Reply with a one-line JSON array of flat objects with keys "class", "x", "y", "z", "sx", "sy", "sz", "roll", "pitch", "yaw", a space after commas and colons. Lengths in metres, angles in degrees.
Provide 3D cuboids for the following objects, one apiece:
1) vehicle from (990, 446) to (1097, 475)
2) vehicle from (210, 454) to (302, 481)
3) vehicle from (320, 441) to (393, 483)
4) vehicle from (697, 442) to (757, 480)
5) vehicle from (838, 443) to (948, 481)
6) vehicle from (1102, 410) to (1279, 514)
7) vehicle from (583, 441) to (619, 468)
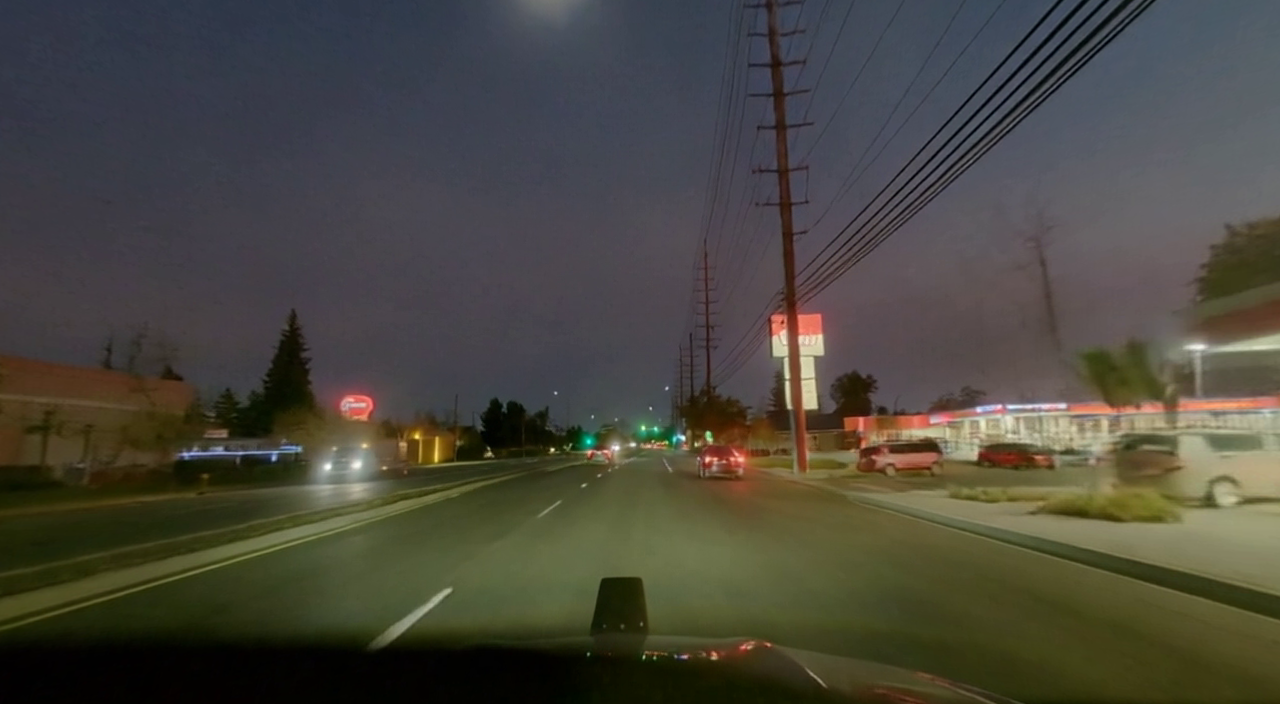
[{"class": "vehicle", "x": 21.459, "y": 5.725, "z": 33.546, "sx": 4.779, "sy": 1.429, "sz": 1.844, "roll": 1, "pitch": -9, "yaw": -12}, {"class": "vehicle", "x": -24.501, "y": 7.338, "z": 40.273, "sx": 4.739, "sy": 1.607, "sz": 2.045, "roll": -2, "pitch": -9, "yaw": 11}, {"class": "vehicle", "x": -14.459, "y": 5.584, "z": 31.933, "sx": 2.358, "sy": 1.904, "sz": 5.603, "roll": 5, "pitch": -11, "yaw": -33}, {"class": "vehicle", "x": 3.666, "y": 4.665, "z": 27.304, "sx": 1.978, "sy": 1.455, "sz": 4.195, "roll": 1, "pitch": -9, "yaw": -1}, {"class": "vehicle", "x": 11.409, "y": 4.952, "z": 28.594, "sx": 4.144, "sy": 1.540, "sz": 1.913, "roll": 0, "pitch": -7, "yaw": -6}, {"class": "vehicle", "x": 12.329, "y": 2.118, "z": 12.391, "sx": 4.832, "sy": 1.813, "sz": 2.170, "roll": 0, "pitch": -9, "yaw": -4}, {"class": "vehicle", "x": -2.578, "y": 6.855, "z": 42.293, "sx": 2.047, "sy": 1.664, "sz": 4.148, "roll": -1, "pitch": -9, "yaw": 2}]
